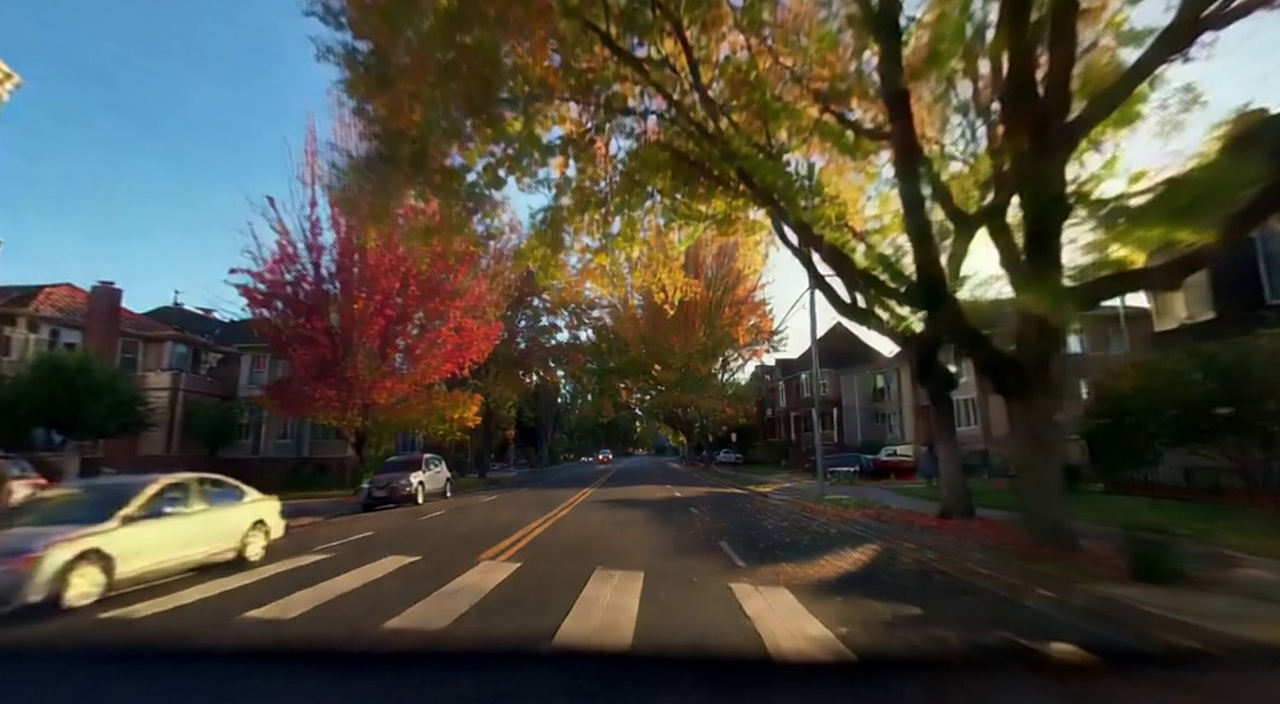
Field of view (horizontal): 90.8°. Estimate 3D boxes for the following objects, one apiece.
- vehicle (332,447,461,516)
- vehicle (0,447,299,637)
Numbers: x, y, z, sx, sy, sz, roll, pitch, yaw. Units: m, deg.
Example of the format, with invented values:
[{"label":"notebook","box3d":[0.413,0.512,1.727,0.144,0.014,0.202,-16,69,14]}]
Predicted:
[{"label":"vehicle","box3d":[-7.402,3.931,19.950,2.129,1.730,5.544,0,-8,-3]},{"label":"vehicle","box3d":[-6.371,1.910,7.466,2.235,1.530,4.471,0,-9,-1]}]
